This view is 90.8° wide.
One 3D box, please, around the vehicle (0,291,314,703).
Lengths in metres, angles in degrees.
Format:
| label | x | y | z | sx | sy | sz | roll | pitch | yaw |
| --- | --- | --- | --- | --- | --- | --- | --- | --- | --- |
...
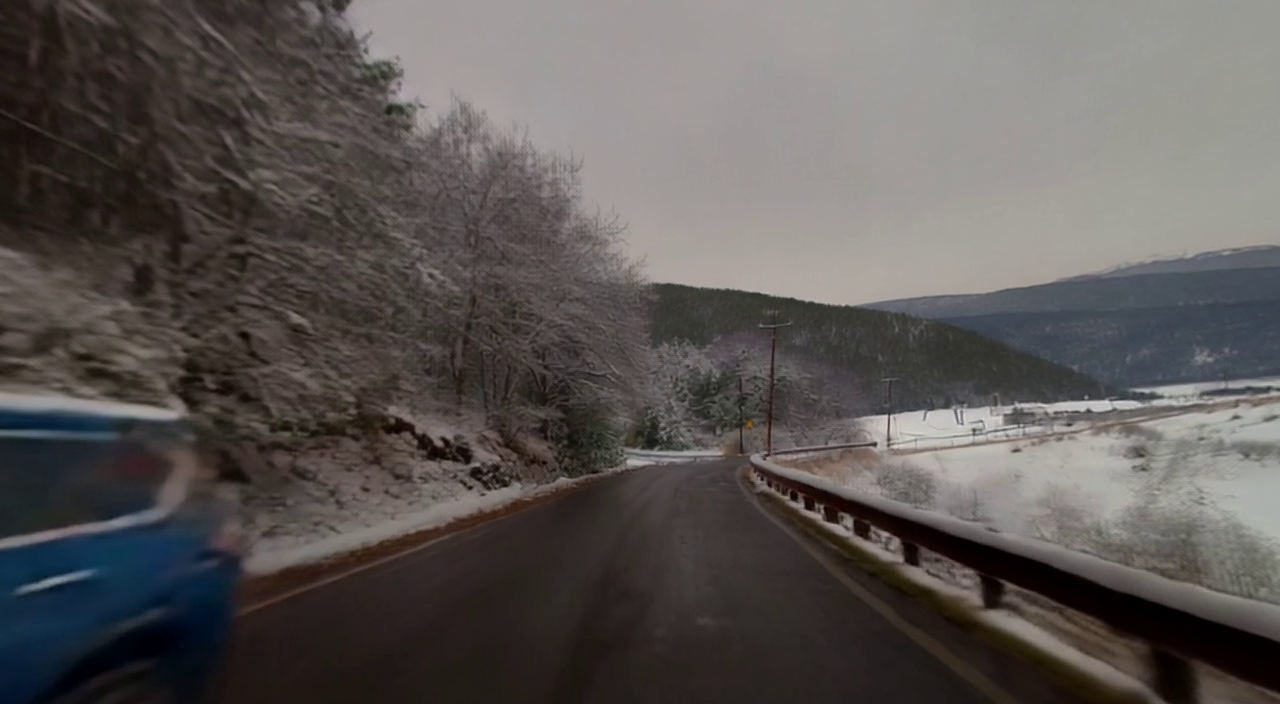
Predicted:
| label | x | y | z | sx | sy | sz | roll | pitch | yaw |
| --- | --- | --- | --- | --- | --- | --- | --- | --- | --- |
| vehicle | -2.810 | 0.605 | 0.653 | 2.251 | 1.799 | 4.776 | 0 | -9 | 2 |
